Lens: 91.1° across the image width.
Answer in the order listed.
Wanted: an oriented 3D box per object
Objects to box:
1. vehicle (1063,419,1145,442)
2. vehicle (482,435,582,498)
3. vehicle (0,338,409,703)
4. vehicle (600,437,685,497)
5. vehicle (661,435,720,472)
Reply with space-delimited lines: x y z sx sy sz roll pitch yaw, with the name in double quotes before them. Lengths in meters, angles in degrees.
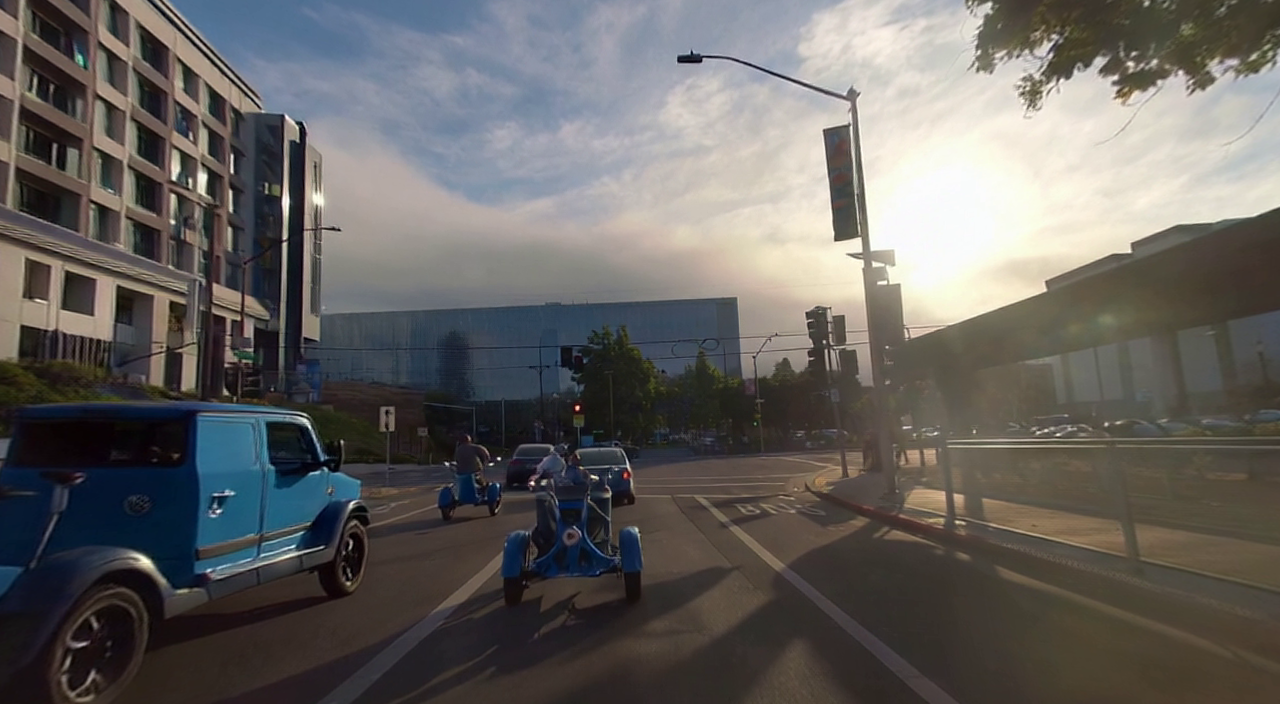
"vehicle" 30.735 5.228 41.632 1.751 1.420 4.027 8 -11 -43
"vehicle" -2.991 3.262 18.317 1.935 1.615 4.073 -1 -8 4
"vehicle" -3.602 1.161 4.691 2.000 1.809 4.405 0 -8 1
"vehicle" 0.199 3.110 17.431 2.025 1.458 4.085 -1 -8 5
"vehicle" 2.533 4.894 30.547 2.082 1.671 3.992 -3 -9 16
